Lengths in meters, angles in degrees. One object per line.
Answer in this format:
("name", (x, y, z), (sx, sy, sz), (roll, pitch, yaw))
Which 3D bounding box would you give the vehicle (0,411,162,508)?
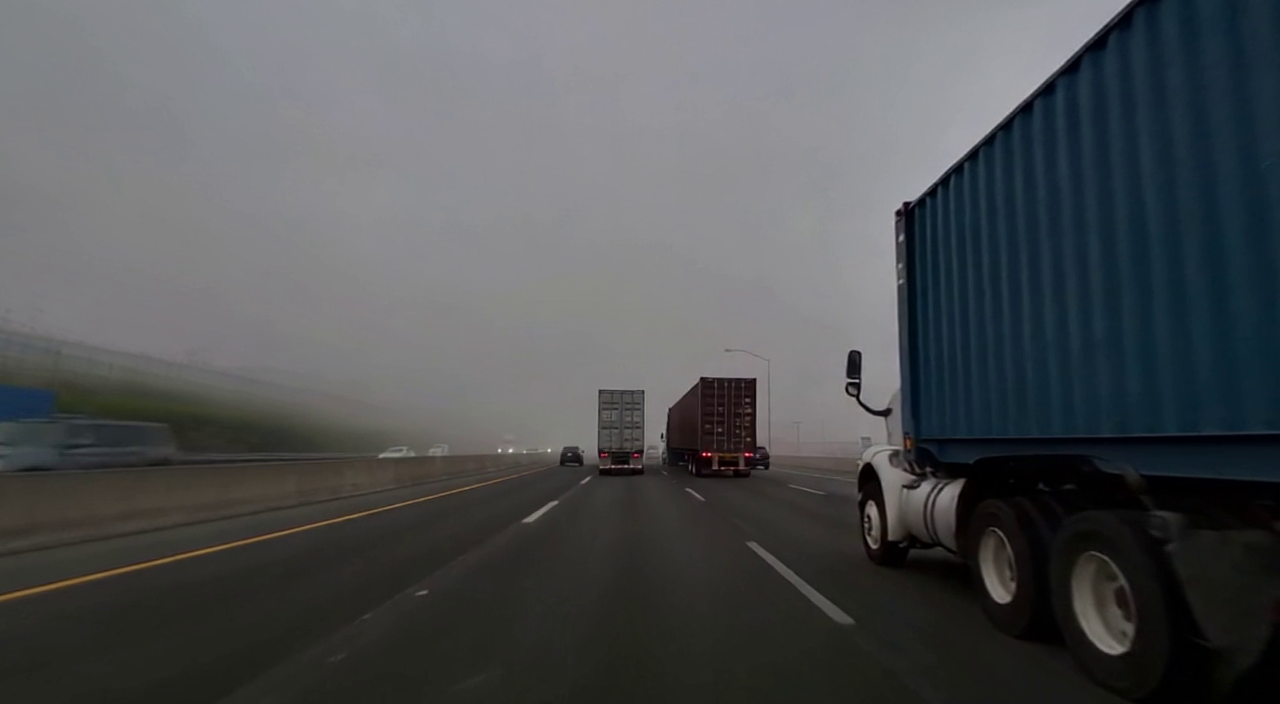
("vehicle", (-12.917, 2.149, 12.705), (2.179, 1.779, 5.632), (0, -9, 0))

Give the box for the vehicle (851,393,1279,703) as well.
("vehicle", (3.149, 1.169, 4.057), (2.073, 1.474, 4.320), (0, -9, 0))

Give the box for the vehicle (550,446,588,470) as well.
("vehicle", (-4.721, 7.134, 42.875), (2.138, 1.478, 4.641), (0, -9, -1))

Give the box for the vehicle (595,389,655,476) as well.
("vehicle", (-0.824, 4.692, 35.965), (2.841, 4.071, 12.046), (0, -8, -1))

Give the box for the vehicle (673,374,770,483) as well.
("vehicle", (3.392, 3.826, 30.324), (2.803, 4.072, 12.744), (0, -9, -1))
